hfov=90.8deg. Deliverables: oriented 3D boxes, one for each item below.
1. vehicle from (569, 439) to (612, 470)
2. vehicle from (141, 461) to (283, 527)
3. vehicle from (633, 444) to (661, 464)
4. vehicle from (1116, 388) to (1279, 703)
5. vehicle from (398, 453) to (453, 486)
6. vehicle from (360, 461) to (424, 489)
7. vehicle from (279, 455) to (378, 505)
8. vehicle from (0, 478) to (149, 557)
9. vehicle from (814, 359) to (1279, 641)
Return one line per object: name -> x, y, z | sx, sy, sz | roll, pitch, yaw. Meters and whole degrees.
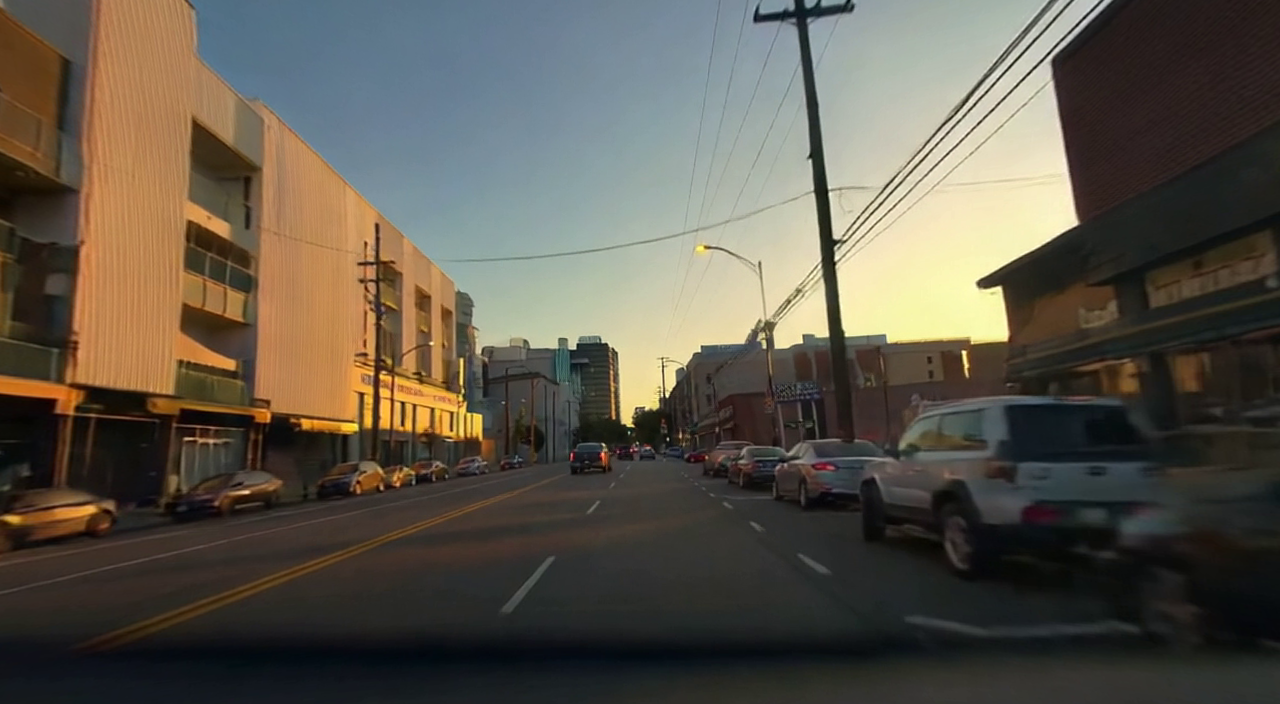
vehicle -> -3.118, 6.613, 40.871 | 2.348, 1.831, 4.737 | 0, -8, 1
vehicle -> -15.138, 4.984, 22.715 | 2.020, 1.695, 4.629 | -6, -8, -2
vehicle -> 0.497, 7.996, 49.843 | 2.099, 1.470, 4.270 | 0, -8, 0
vehicle -> 3.789, 0.706, 1.404 | 1.839, 1.505, 4.566 | 0, -9, -1
vehicle -> -14.871, 8.122, 43.994 | 2.081, 1.791, 4.799 | -6, -7, -1
vehicle -> -15.001, 7.440, 38.434 | 2.049, 1.496, 4.338 | -1, -8, 1
vehicle -> -15.215, 6.218, 31.250 | 2.124, 1.835, 5.450 | -6, -8, 0
vehicle -> -15.256, 4.052, 15.735 | 2.076, 1.518, 4.981 | -1, -8, 0
vehicle -> 3.780, 1.354, 6.829 | 2.180, 1.847, 5.196 | 0, -9, -2
